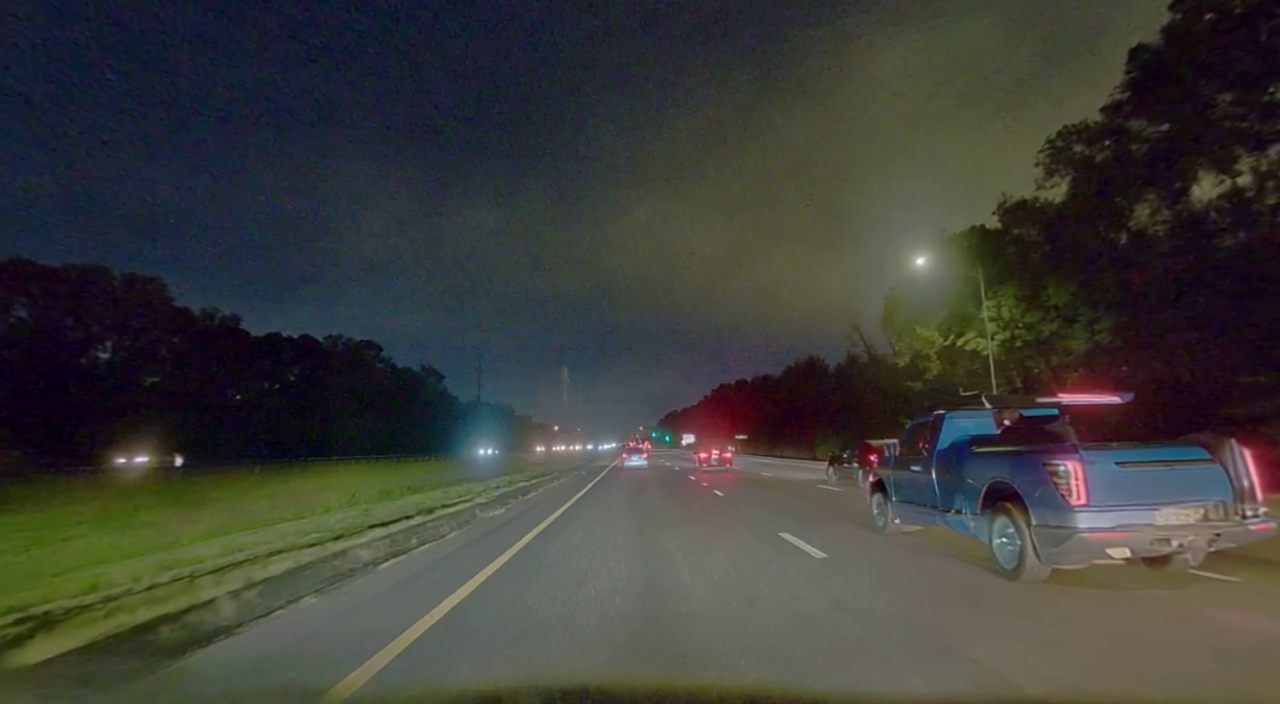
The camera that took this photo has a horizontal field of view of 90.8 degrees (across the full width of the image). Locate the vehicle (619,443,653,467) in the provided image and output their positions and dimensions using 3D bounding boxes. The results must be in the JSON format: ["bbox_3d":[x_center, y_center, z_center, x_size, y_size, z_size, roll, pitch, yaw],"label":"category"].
[{"bbox_3d":[-0.275,6.622,40.794,2.085,1.449,3.860,0,-8,0],"label":"vehicle"}]

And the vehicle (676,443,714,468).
[{"bbox_3d":[3.535,6.726,41.341,1.978,1.488,4.252,0,-8,-1],"label":"vehicle"}]

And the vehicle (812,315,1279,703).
[{"bbox_3d":[3.849,1.231,6.357,2.461,2.013,6.075,0,-8,-1],"label":"vehicle"}]
